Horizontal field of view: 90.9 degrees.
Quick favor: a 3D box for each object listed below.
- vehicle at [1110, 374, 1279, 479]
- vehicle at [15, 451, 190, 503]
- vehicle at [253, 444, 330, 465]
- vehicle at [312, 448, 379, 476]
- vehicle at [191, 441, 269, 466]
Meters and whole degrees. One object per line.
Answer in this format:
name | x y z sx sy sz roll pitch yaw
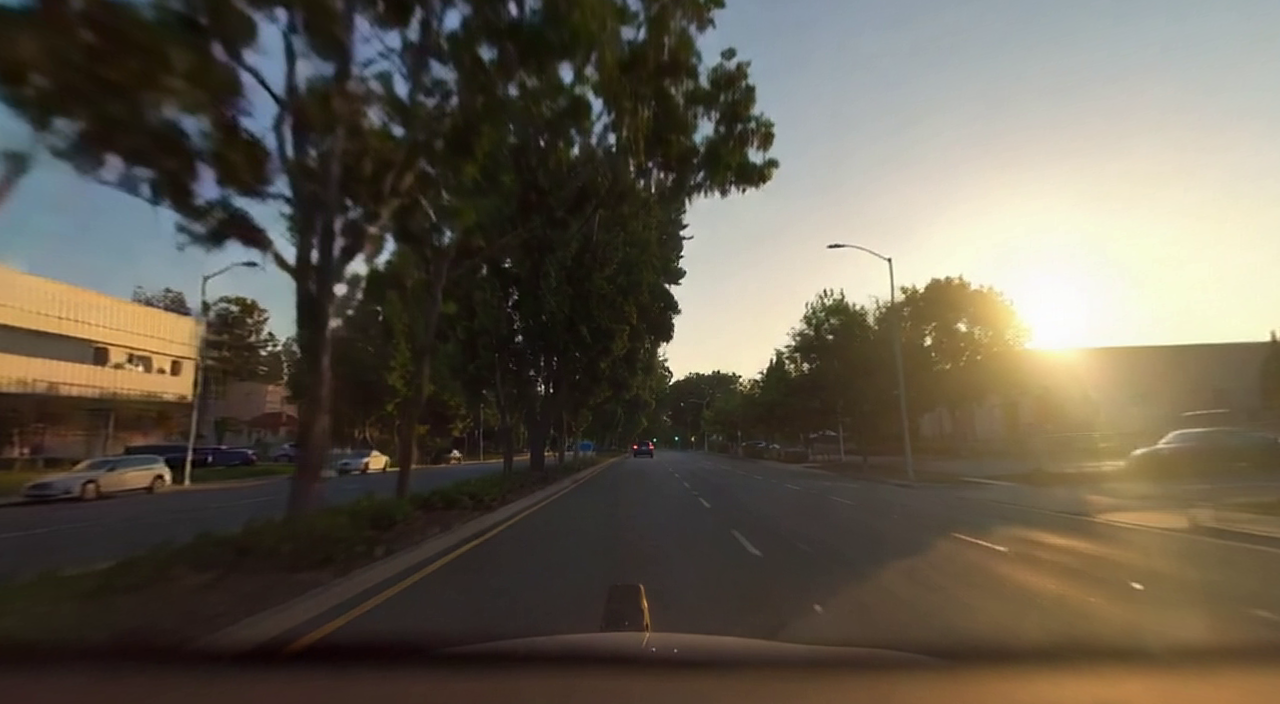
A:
vehicle | 21.813 2.882 23.650 3.006 3.375 6.598 0 -9 -2
vehicle | -19.045 4.409 22.730 1.814 1.577 5.024 0 -9 1
vehicle | -26.283 7.773 47.673 4.613 1.504 1.876 1 -9 -7
vehicle | -18.690 6.998 40.269 1.964 1.618 4.622 0 -8 1
vehicle | -27.309 6.764 42.096 3.882 1.599 1.725 1 -9 -4
